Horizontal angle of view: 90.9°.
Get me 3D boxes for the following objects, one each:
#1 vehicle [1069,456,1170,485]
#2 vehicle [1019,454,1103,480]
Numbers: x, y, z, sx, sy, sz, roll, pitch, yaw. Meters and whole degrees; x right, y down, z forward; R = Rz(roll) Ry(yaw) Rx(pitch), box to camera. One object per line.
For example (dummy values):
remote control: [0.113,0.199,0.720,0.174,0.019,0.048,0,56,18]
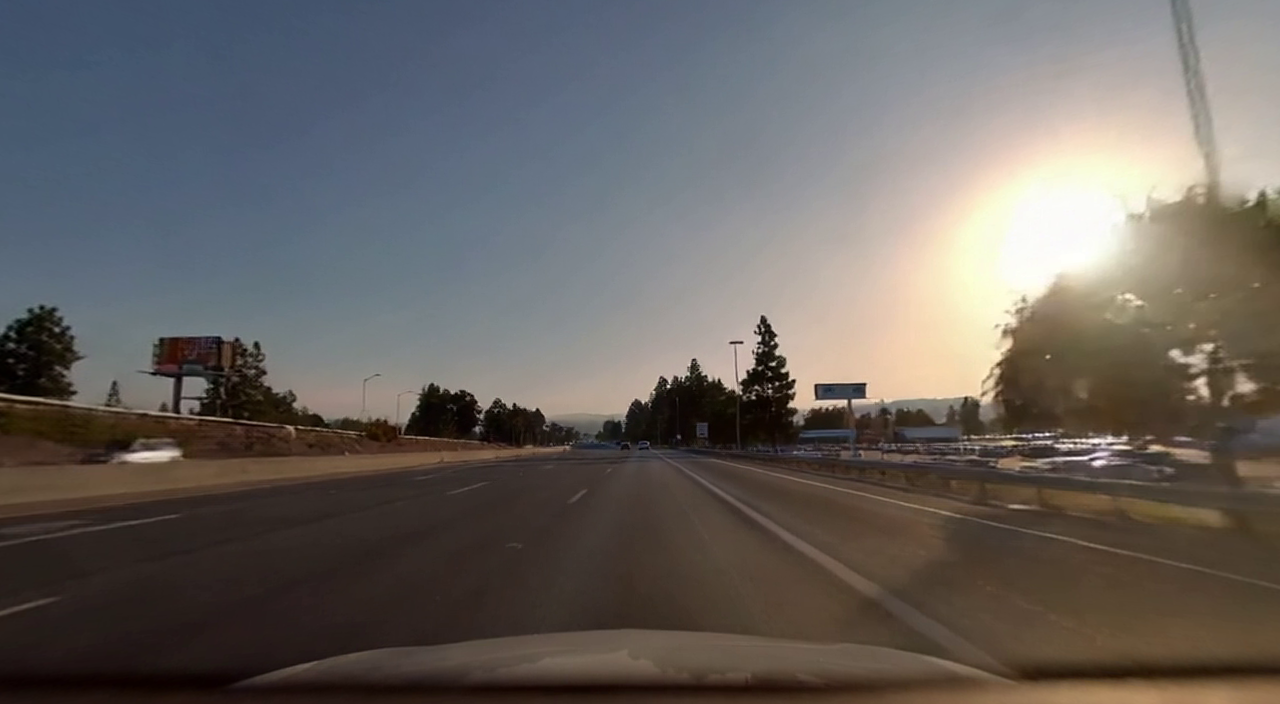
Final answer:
vehicle: [30.079,7.426,39.674,4.589,1.741,2.143,0,-8,-2]
vehicle: [30.220,8.239,45.379,4.576,1.740,2.069,0,-9,-2]
